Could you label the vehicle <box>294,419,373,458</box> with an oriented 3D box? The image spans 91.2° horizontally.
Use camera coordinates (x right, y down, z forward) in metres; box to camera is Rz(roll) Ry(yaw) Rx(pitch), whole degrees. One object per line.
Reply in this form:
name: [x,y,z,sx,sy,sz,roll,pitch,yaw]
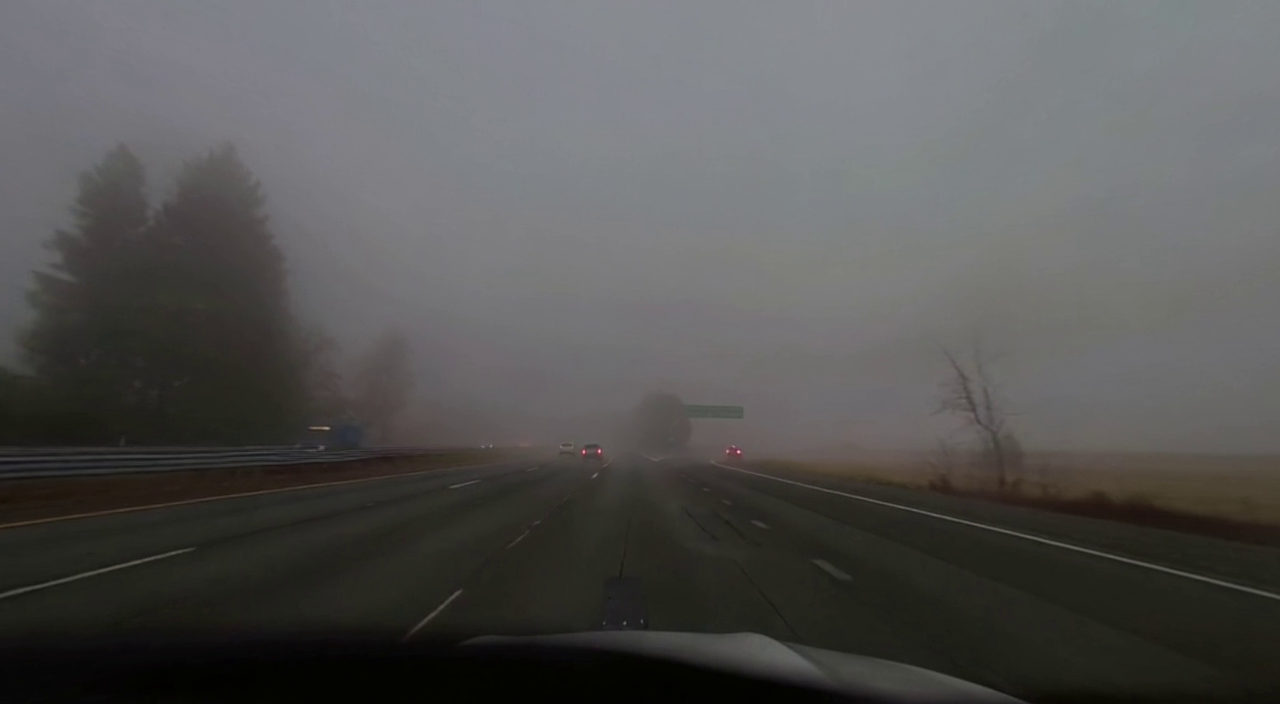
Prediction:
vehicle: [-21.295,6.083,43.965,2.396,2.530,6.033,0,-8,0]
